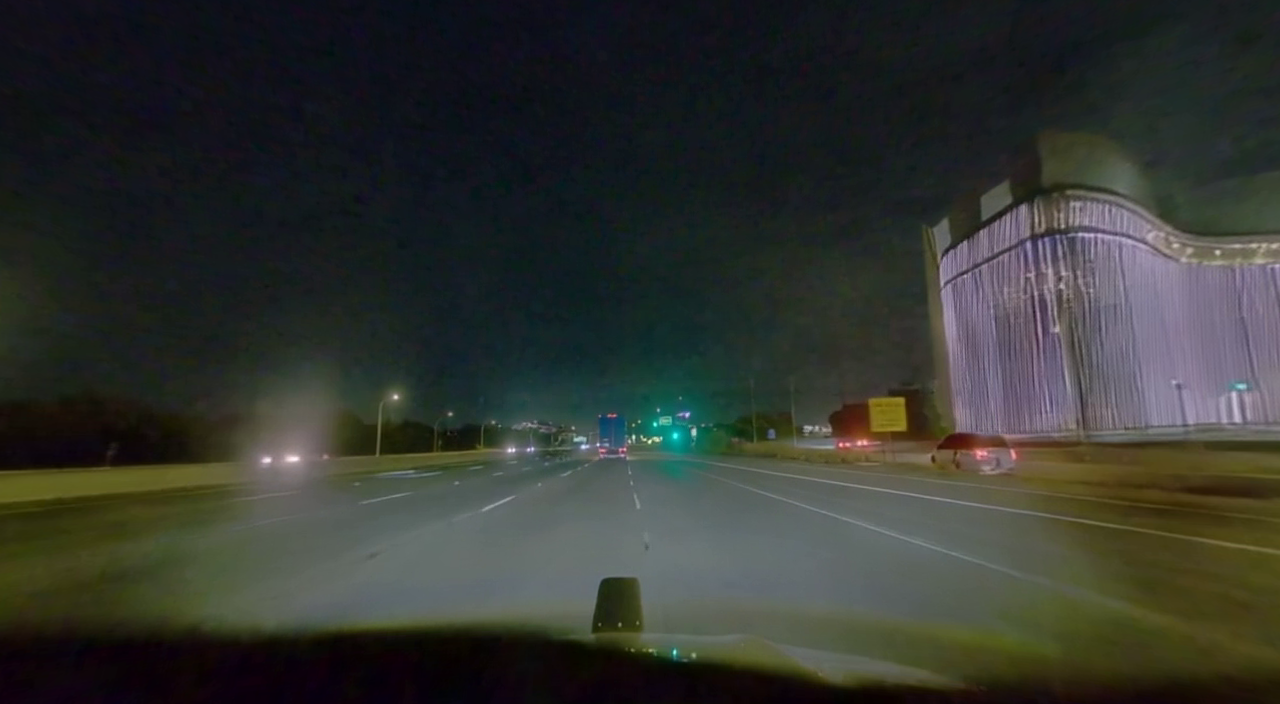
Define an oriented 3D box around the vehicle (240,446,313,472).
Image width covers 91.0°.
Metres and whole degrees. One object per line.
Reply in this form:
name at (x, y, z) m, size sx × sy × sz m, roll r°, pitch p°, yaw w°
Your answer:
vehicle at (-21.487, 6.326, 37.413) m, size 1.844 × 1.463 × 4.397 m, roll 0°, pitch -9°, yaw -2°
